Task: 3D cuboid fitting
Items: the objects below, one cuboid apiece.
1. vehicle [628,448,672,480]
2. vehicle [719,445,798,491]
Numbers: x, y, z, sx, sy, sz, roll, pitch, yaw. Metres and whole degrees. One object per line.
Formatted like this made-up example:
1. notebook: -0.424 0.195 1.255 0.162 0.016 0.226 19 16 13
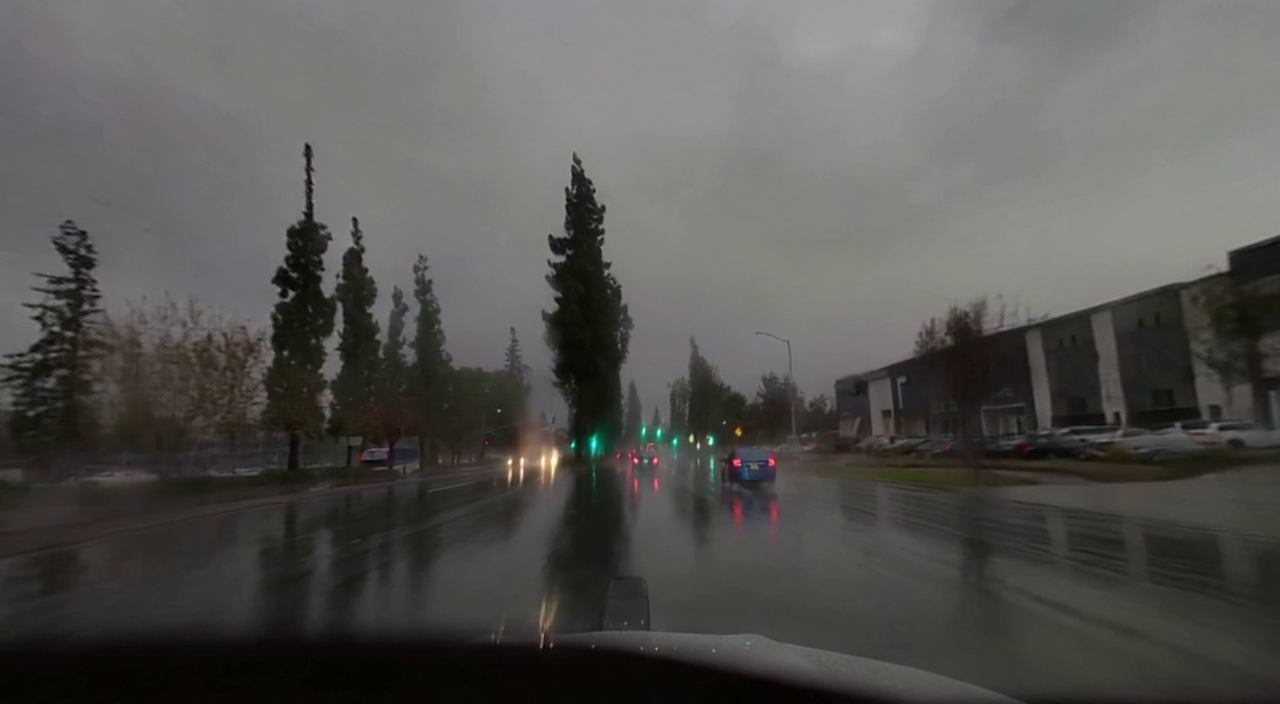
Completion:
1. vehicle: 0.465 5.792 32.884 2.144 1.505 4.128 0 -9 0
2. vehicle: 4.236 4.231 23.300 2.067 1.497 4.327 0 -9 0
